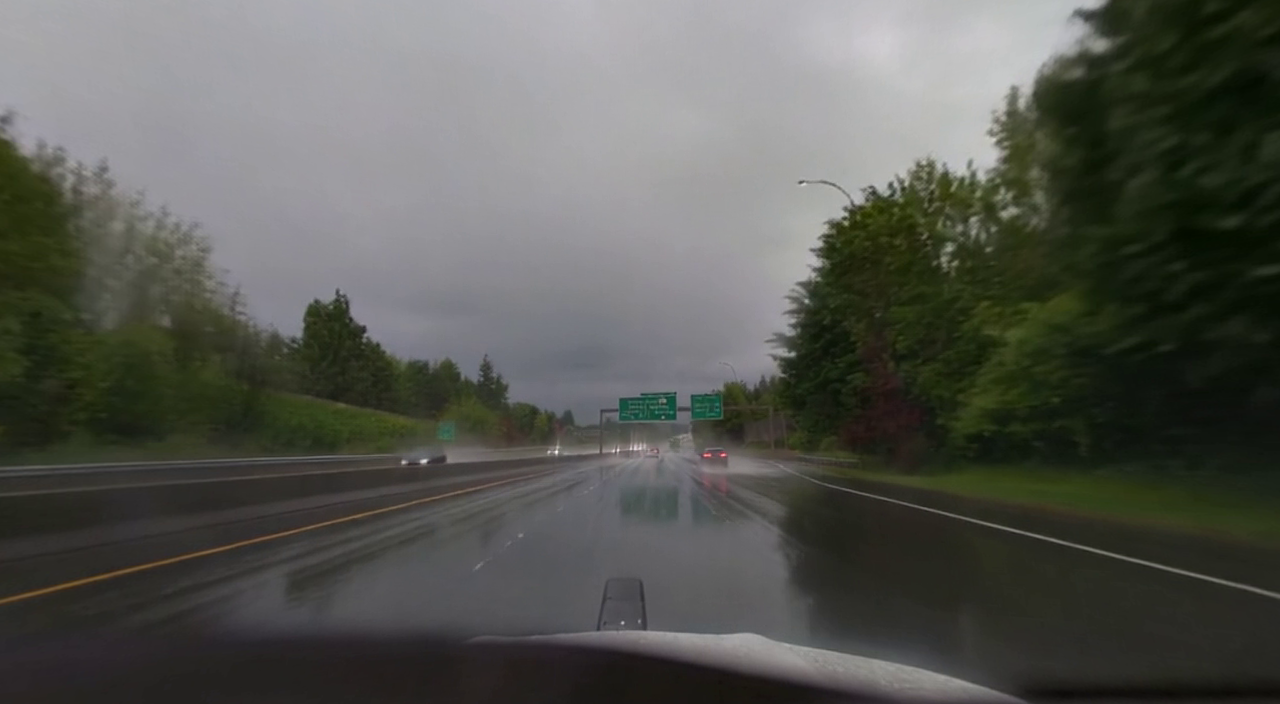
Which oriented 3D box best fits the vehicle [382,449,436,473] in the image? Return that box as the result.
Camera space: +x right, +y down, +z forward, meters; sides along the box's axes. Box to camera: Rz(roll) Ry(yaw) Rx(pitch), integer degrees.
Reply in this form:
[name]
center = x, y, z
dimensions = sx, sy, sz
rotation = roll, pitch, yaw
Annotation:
[vehicle]
center = -16.197, 7.641, 44.405
dimensions = 2.014, 1.616, 4.329
rotation = 0, -9, 2
